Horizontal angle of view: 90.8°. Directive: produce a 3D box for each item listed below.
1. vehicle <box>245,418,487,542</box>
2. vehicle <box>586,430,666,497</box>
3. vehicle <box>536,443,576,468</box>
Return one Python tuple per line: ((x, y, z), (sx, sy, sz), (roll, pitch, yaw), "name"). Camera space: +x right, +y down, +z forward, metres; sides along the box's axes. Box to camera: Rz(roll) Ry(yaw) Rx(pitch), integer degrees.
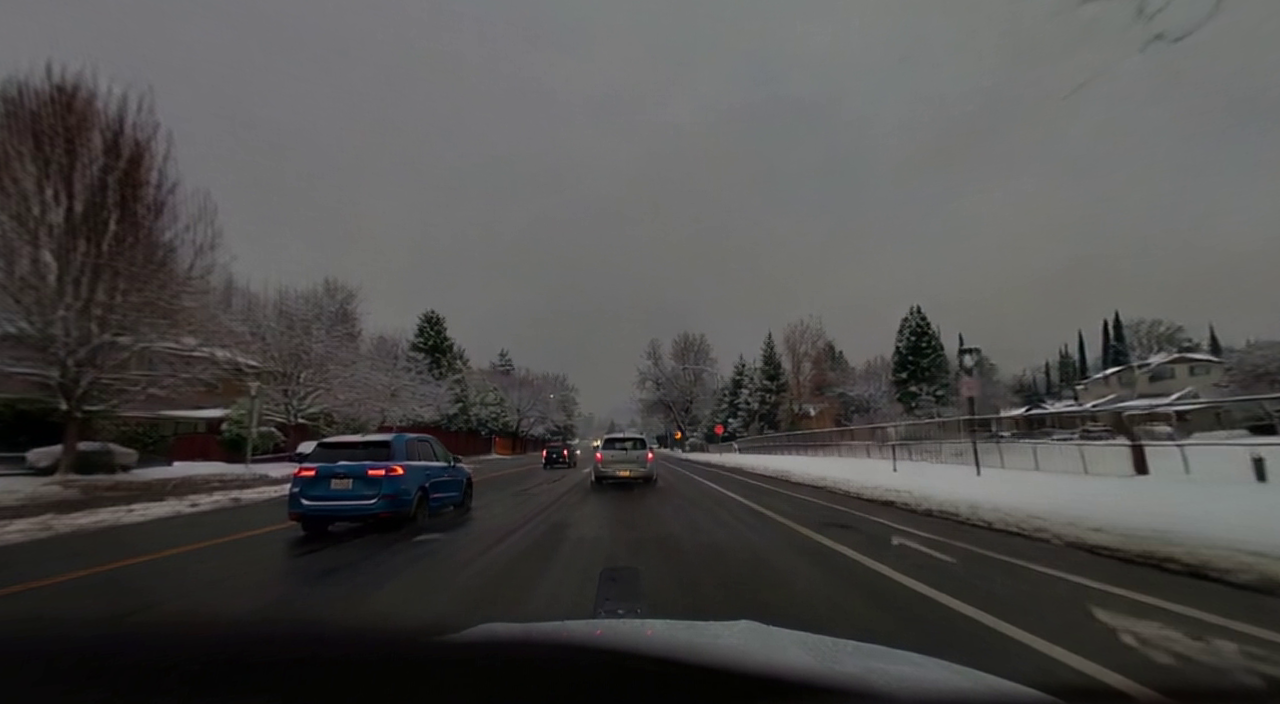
((-4.418, 2.142, 11.256), (2.243, 1.722, 4.621), (0, -8, 0), "vehicle")
((-0.415, 3.272, 18.901), (2.131, 1.761, 4.242), (0, -8, -1), "vehicle")
((-5.141, 6.389, 39.229), (2.014, 1.493, 4.658), (0, -8, -2), "vehicle")
